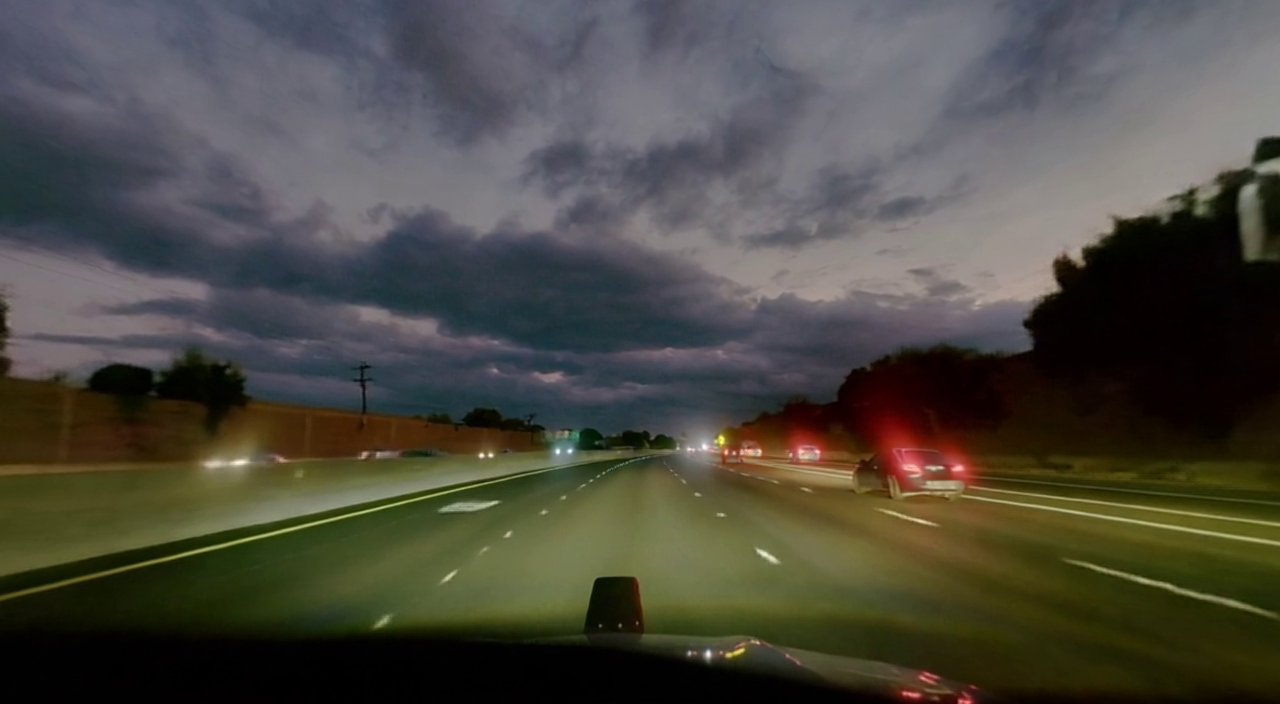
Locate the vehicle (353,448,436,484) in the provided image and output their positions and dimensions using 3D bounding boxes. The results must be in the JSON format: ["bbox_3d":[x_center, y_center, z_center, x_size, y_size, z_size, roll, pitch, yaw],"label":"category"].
[{"bbox_3d":[-10.865,5.062,28.350,1.908,1.433,4.394,0,-9,1],"label":"vehicle"}]

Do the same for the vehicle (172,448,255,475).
[{"bbox_3d":[-25.573,6.551,38.087,1.770,1.452,4.443,0,-9,1],"label":"vehicle"}]

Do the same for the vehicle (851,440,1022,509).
[{"bbox_3d":[7.231,3.015,16.093,2.047,1.479,4.593,0,-9,-1],"label":"vehicle"}]

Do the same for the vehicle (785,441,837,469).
[{"bbox_3d":[11.158,6.726,41.449,2.151,1.734,4.519,0,-9,0],"label":"vehicle"}]
